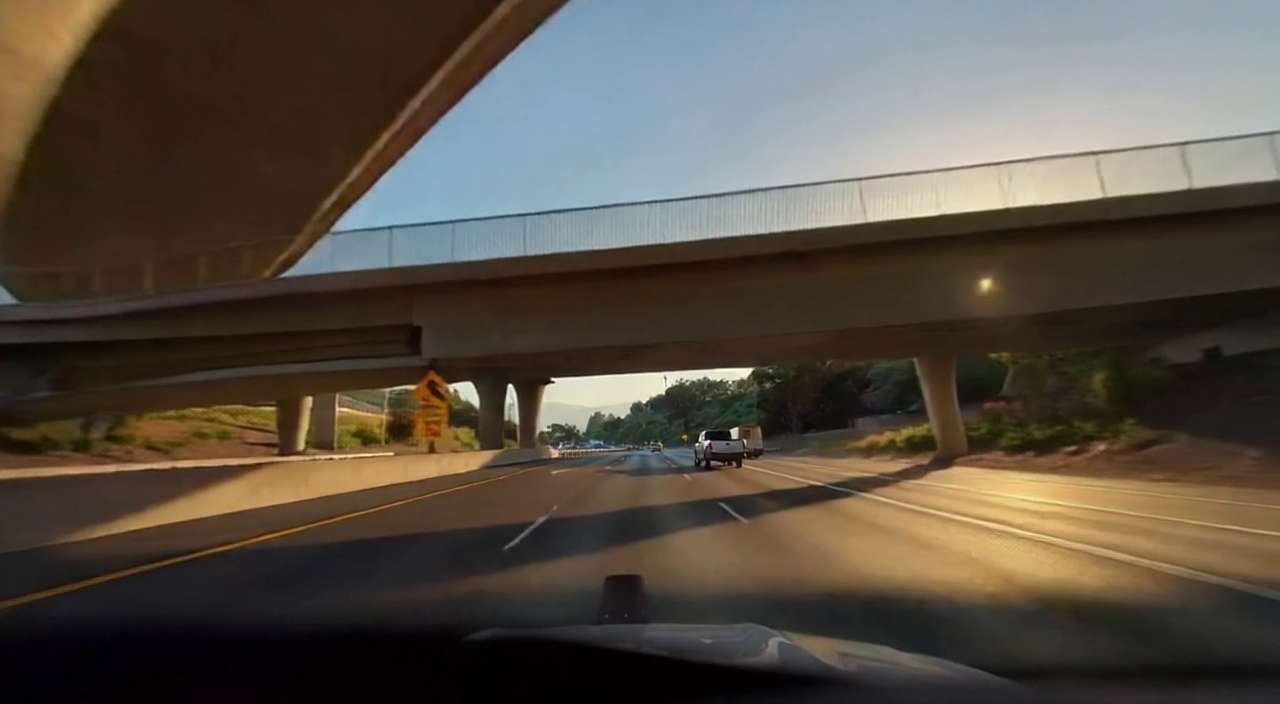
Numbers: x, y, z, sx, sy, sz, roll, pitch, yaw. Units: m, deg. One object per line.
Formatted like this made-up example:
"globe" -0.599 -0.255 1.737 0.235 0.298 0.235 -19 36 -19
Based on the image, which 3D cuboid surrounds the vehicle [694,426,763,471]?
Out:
"vehicle" 4.248 4.777 31.350 2.505 2.020 5.532 0 -8 -1
